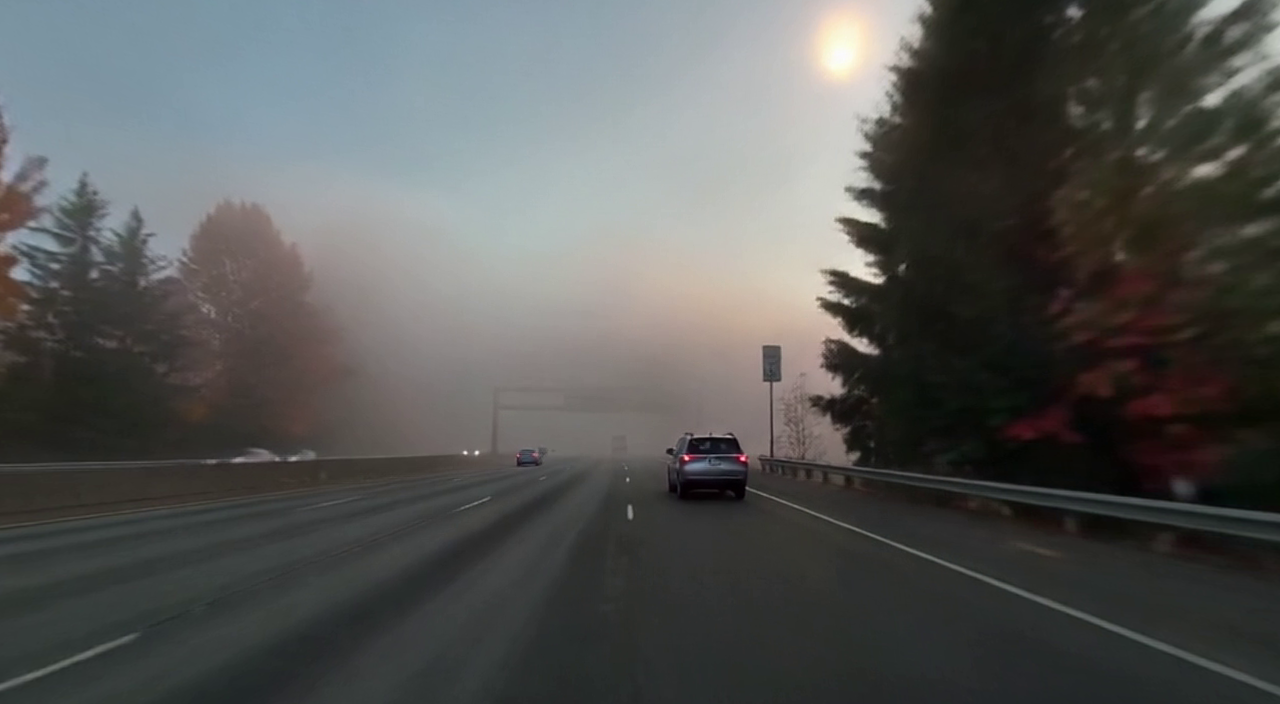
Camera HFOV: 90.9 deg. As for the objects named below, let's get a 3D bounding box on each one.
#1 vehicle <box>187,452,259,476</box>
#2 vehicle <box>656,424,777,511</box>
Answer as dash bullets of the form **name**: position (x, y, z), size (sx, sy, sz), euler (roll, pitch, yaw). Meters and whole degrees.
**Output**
- **vehicle**: position (-27.466, 7.358, 41.668), size (1.772, 1.455, 4.383), euler (0, -8, -1)
- **vehicle**: position (1.581, 2.614, 14.724), size (2.120, 1.706, 4.226), euler (1, -8, -2)
